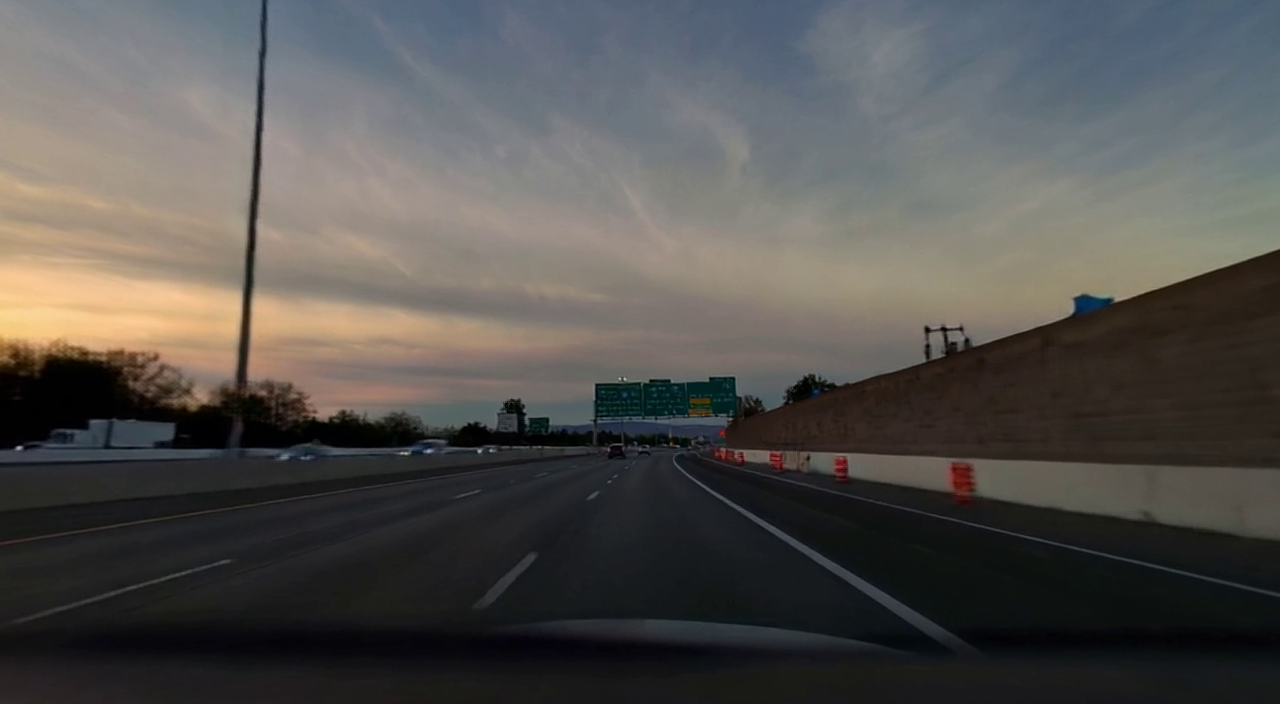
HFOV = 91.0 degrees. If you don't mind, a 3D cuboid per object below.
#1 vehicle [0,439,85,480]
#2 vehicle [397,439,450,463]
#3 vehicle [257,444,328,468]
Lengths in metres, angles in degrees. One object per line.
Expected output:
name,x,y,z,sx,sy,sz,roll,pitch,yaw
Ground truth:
vehicle,-26.025,4.399,25.921,2.007,1.575,4.701,0,-9,1
vehicle,-15.653,7.178,45.790,2.081,1.656,4.819,0,-9,1
vehicle,-22.826,6.846,41.551,1.907,1.520,4.645,0,-9,2
